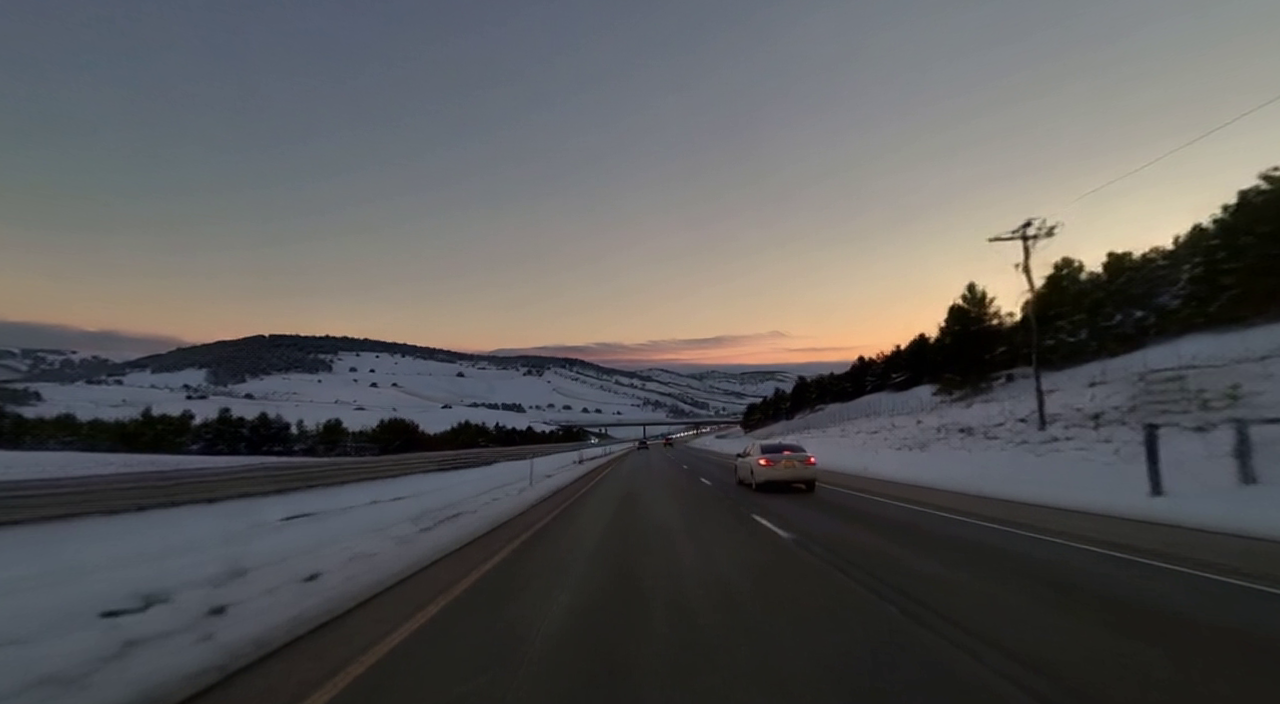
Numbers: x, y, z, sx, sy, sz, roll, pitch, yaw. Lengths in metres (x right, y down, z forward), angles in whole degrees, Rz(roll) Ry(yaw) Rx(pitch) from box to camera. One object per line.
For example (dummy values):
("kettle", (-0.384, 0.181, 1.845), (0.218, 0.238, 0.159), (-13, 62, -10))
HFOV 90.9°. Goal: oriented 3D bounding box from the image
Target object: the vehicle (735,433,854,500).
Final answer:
("vehicle", (3.910, 2.965, 16.858), (1.960, 1.516, 4.657), (0, -8, 0))
